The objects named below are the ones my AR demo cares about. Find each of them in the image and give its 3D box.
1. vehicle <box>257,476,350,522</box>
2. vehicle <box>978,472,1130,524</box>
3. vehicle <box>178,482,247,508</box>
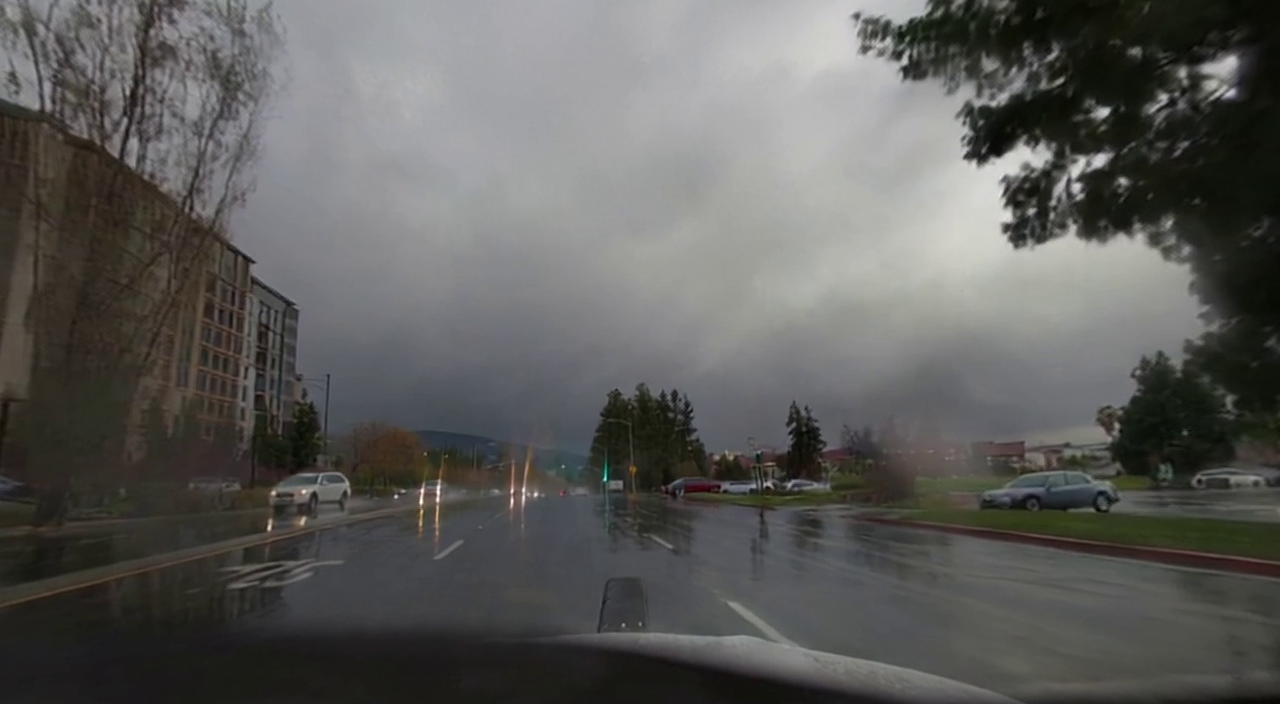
[{"bbox_3d":[-14.590,6.363,27.543,2.060,1.618,4.203,1,-9,-5],"label":"vehicle"},{"bbox_3d":[14.751,5.264,22.511,4.030,1.483,1.859,-2,-16,-5],"label":"vehicle"},{"bbox_3d":[-33.488,11.257,49.256,3.770,1.737,2.102,-1,-15,-9],"label":"vehicle"}]
